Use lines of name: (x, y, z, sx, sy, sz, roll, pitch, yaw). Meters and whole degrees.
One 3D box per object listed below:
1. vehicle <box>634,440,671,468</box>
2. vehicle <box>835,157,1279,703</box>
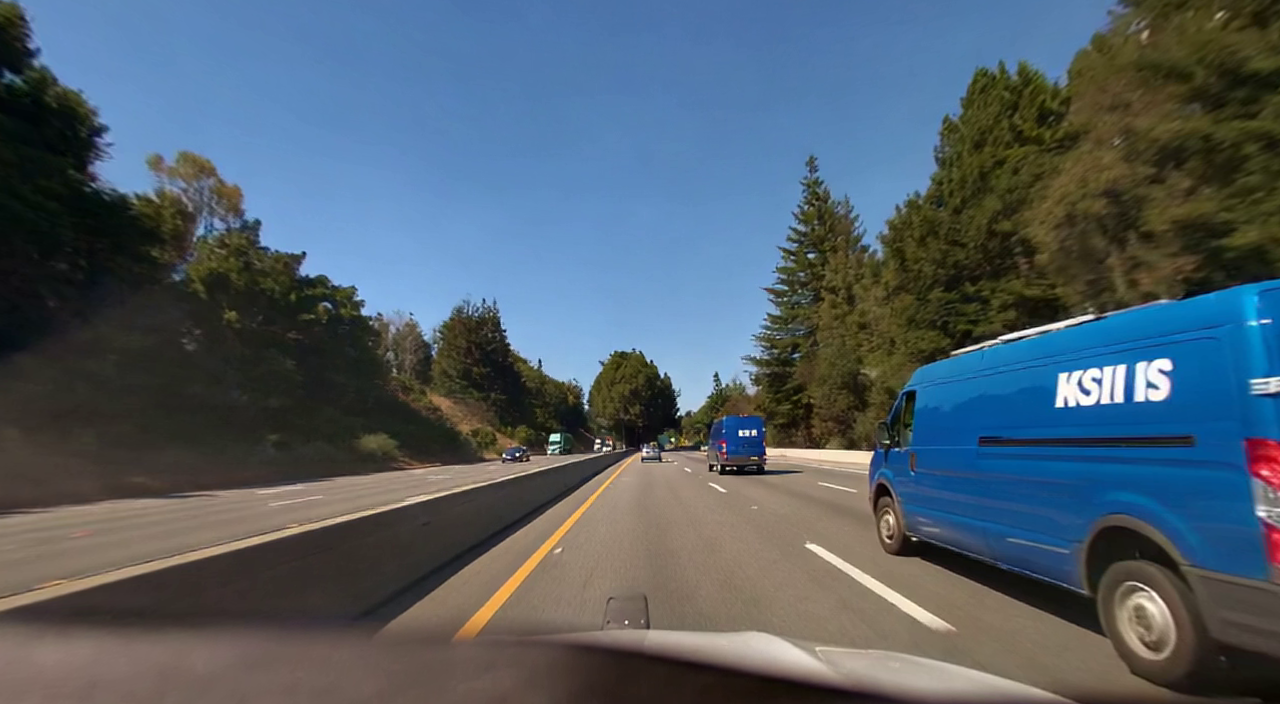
vehicle: (0.777, 6.182, 38.377, 2.121, 1.590, 4.434, 0, -8, 1)
vehicle: (4.209, 0.901, 6.084, 2.393, 2.679, 7.059, 0, -8, 0)
